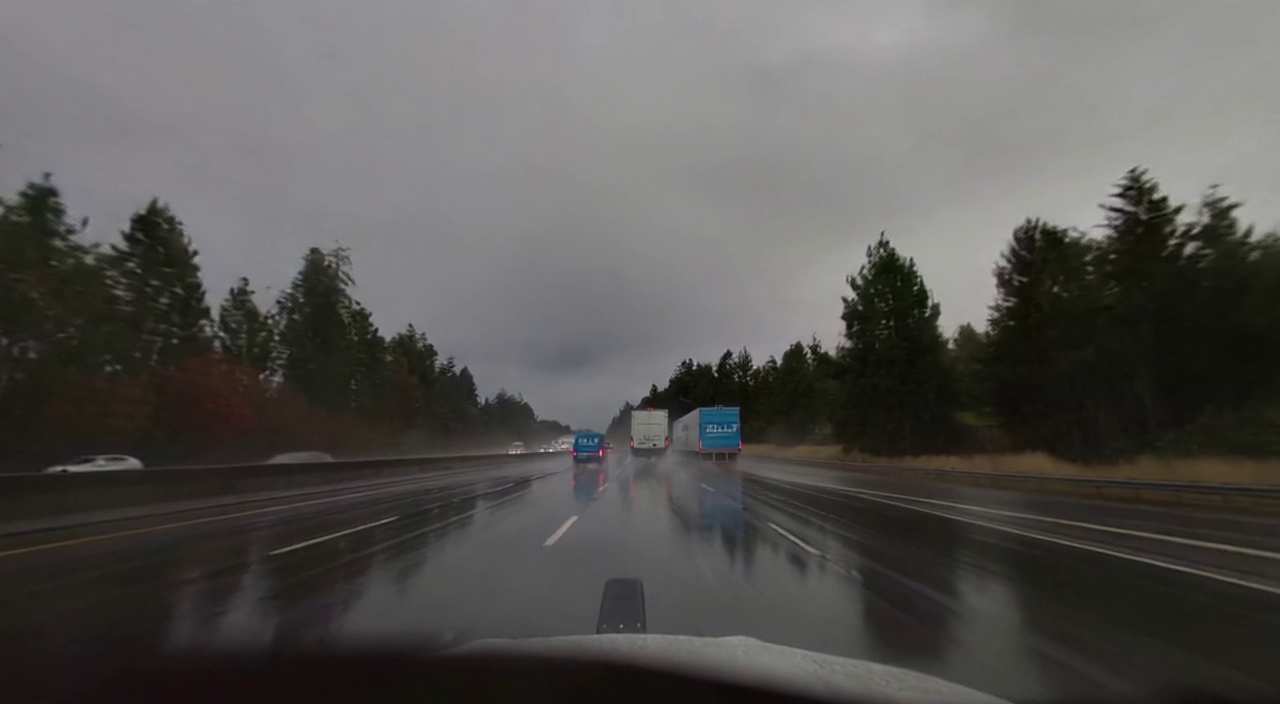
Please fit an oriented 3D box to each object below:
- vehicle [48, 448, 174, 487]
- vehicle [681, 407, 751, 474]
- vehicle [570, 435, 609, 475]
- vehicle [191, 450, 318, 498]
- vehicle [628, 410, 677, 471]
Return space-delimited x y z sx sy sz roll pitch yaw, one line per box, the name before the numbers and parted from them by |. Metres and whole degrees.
vehicle | -23.512 5.136 28.281 1.920 1.591 4.250 0 -9 0
vehicle | 5.204 6.601 46.392 3.319 4.075 14.516 0 -9 0
vehicle | -2.890 5.986 36.749 2.033 2.234 3.490 0 -9 0
vehicle | -12.894 4.067 21.397 1.808 1.441 3.831 0 -9 1
vehicle | 0.774 6.666 47.034 3.201 4.019 10.918 0 -9 0
